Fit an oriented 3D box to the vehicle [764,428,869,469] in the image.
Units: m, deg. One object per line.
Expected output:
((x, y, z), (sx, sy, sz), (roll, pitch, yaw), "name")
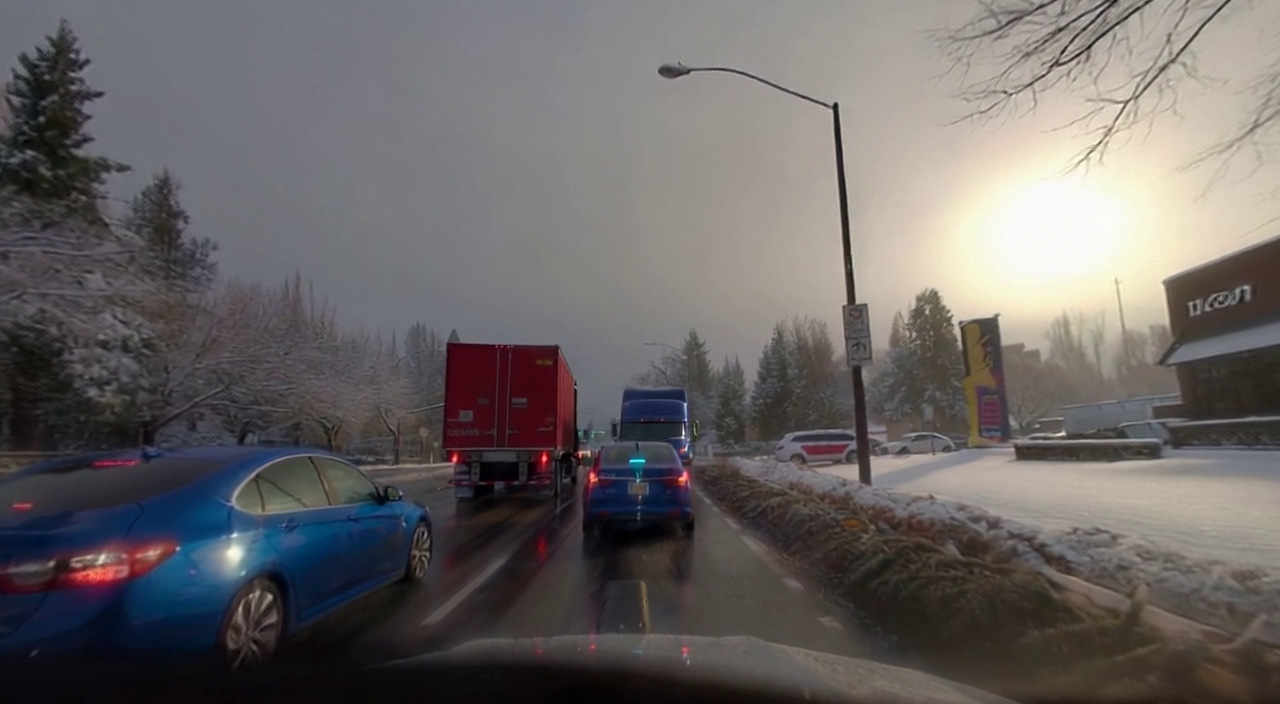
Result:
((8.569, 4.752, 30.968), (2.061, 1.845, 4.829), (5, -10, -31), "vehicle")

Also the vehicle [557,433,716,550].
((-0.075, 2.125, 10.287), (2.067, 1.506, 4.118), (0, -8, -1), "vehicle")

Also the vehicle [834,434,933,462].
((13.186, 5.225, 34.225), (4.574, 1.478, 1.880), (0, -8, 3), "vehicle")

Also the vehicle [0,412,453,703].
((-3.044, 1.294, 4.623), (1.969, 1.471, 4.378), (0, -8, 0), "vehicle")

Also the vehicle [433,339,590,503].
((-3.248, 2.091, 18.162), (3.020, 3.800, 7.105), (0, -8, 0), "vehicle")
